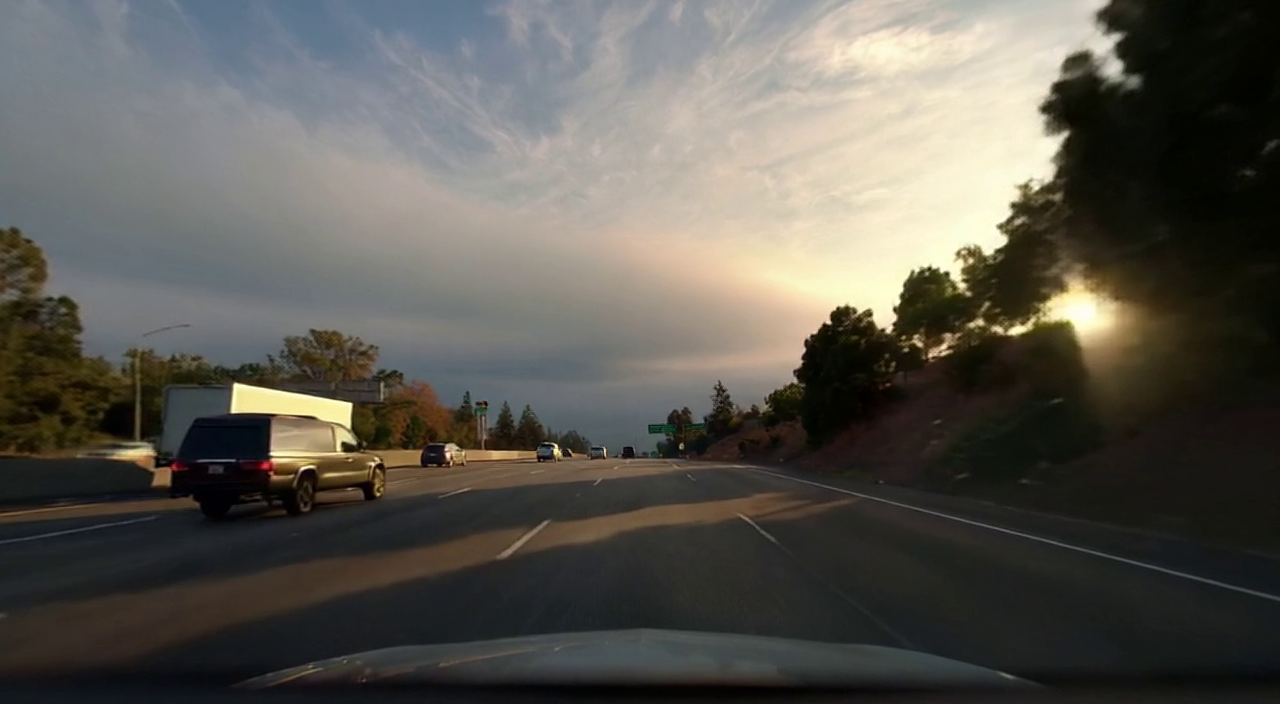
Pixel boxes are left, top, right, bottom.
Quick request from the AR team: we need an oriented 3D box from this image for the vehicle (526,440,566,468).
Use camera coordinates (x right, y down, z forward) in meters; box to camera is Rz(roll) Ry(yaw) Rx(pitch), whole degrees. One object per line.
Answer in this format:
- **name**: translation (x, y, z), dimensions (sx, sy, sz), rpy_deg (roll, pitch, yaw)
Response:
- **vehicle**: translation (-6.254, 6.814, 42.455), dimensions (2.009, 1.735, 4.358), rpy_deg (0, -8, 0)

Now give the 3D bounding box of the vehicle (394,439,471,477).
- **vehicle**: translation (-9.813, 5.035, 30.231), dimensions (2.060, 1.662, 4.469), rpy_deg (0, -8, 1)

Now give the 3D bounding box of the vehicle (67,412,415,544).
- **vehicle**: translation (-6.565, 2.160, 11.773), dimensions (2.403, 1.773, 6.276), rpy_deg (0, -8, 0)
